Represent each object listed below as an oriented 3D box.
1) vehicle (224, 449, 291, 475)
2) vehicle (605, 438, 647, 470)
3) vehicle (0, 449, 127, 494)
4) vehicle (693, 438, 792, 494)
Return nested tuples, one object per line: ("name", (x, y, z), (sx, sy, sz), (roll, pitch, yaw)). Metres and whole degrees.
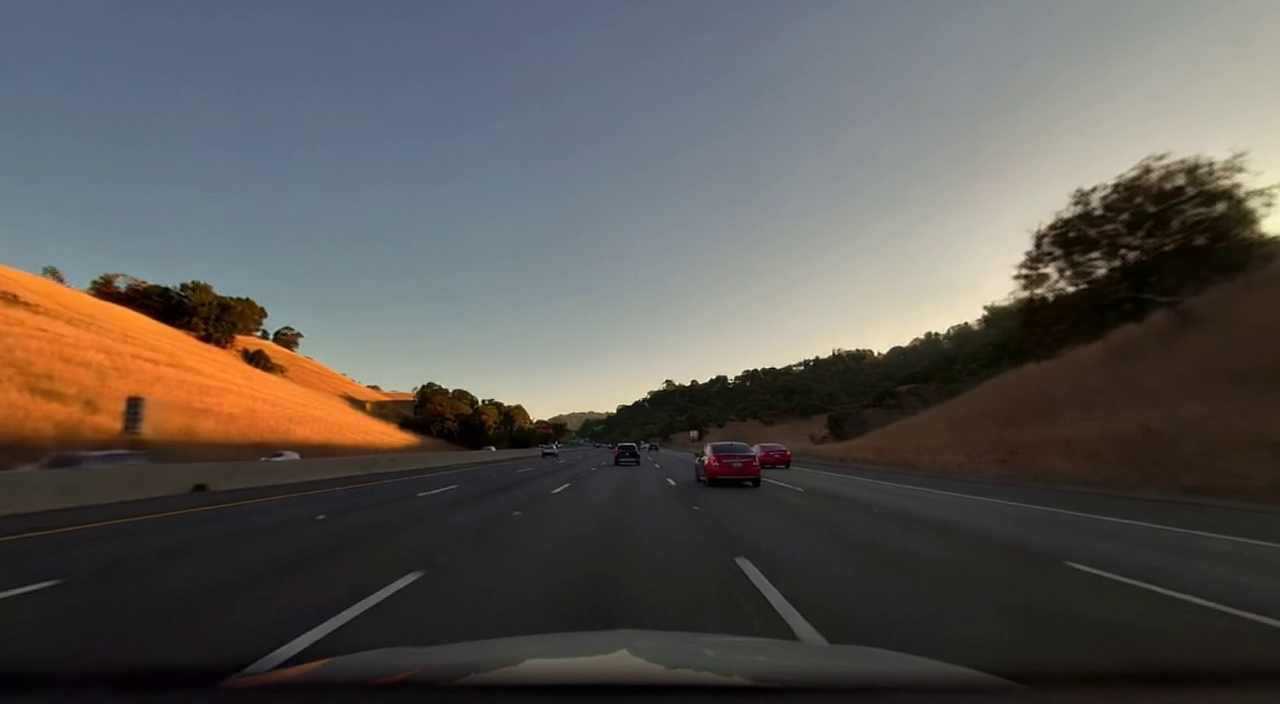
("vehicle", (-29.499, 8.486, 48.931), (2.463, 1.848, 4.344), (1, -8, -1))
("vehicle", (-0.796, 5.840, 36.326), (2.277, 1.675, 4.023), (0, -8, -1))
("vehicle", (-22.542, 4.454, 23.994), (2.249, 1.410, 4.551), (0, -8, 1))
("vehicle", (2.998, 3.463, 19.589), (2.120, 1.492, 4.734), (0, -8, -2))
